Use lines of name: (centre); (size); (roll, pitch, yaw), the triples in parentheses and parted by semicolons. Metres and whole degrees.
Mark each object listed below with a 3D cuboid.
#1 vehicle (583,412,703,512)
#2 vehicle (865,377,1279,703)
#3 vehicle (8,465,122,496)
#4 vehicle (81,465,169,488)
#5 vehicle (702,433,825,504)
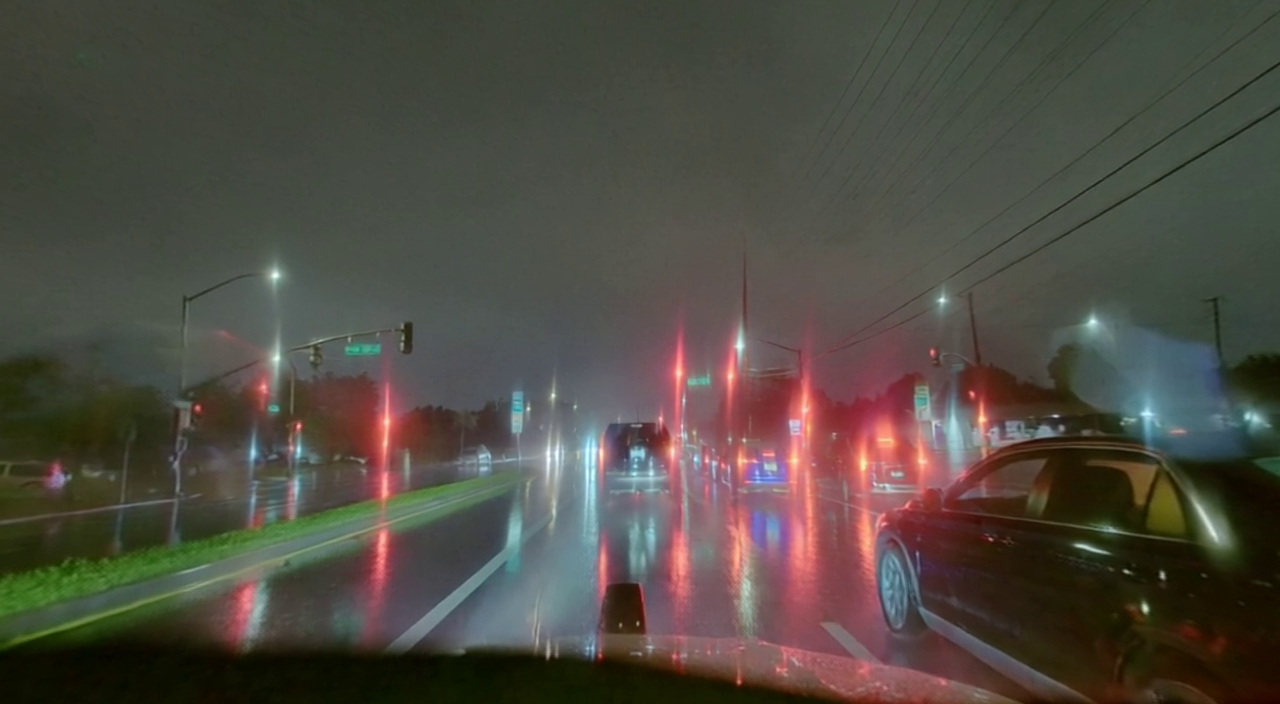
vehicle: (0.044, 2.430, 14.365); (2.236, 1.856, 4.816); (0, -9, 0)
vehicle: (2.779, 0.948, 2.724); (2.004, 1.460, 4.297); (0, -8, 0)
vehicle: (-33.235, 7.431, 36.632); (4.550, 1.601, 1.766); (1, -9, -7)
vehicle: (-37.805, 9.127, 46.504); (4.569, 1.505, 1.992); (1, -9, -5)
vehicle: (2.816, 2.770, 15.494); (2.025, 1.477, 4.333); (0, -9, -1)
